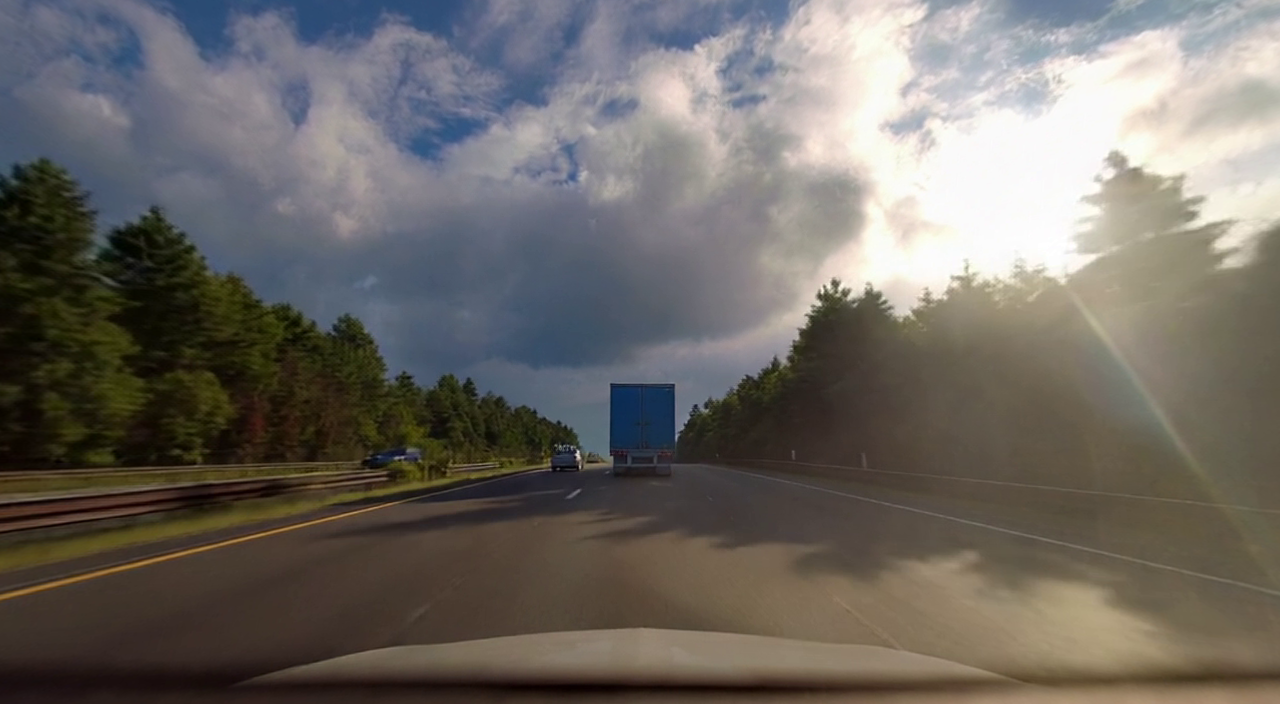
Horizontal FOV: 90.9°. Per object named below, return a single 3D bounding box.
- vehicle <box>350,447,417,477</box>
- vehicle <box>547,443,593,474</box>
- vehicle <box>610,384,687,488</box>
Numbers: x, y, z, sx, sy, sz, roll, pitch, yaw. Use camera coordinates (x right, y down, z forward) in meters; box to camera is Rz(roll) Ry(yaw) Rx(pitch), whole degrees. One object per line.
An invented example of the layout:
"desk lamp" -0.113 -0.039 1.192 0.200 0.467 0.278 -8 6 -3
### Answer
"vehicle" -16.081 6.899 39.793 2.008 1.748 4.967 0 -9 2
"vehicle" -3.880 6.058 35.963 2.018 1.632 4.722 0 -9 1
"vehicle" 0.401 3.813 28.031 2.821 3.878 8.925 0 -9 1
